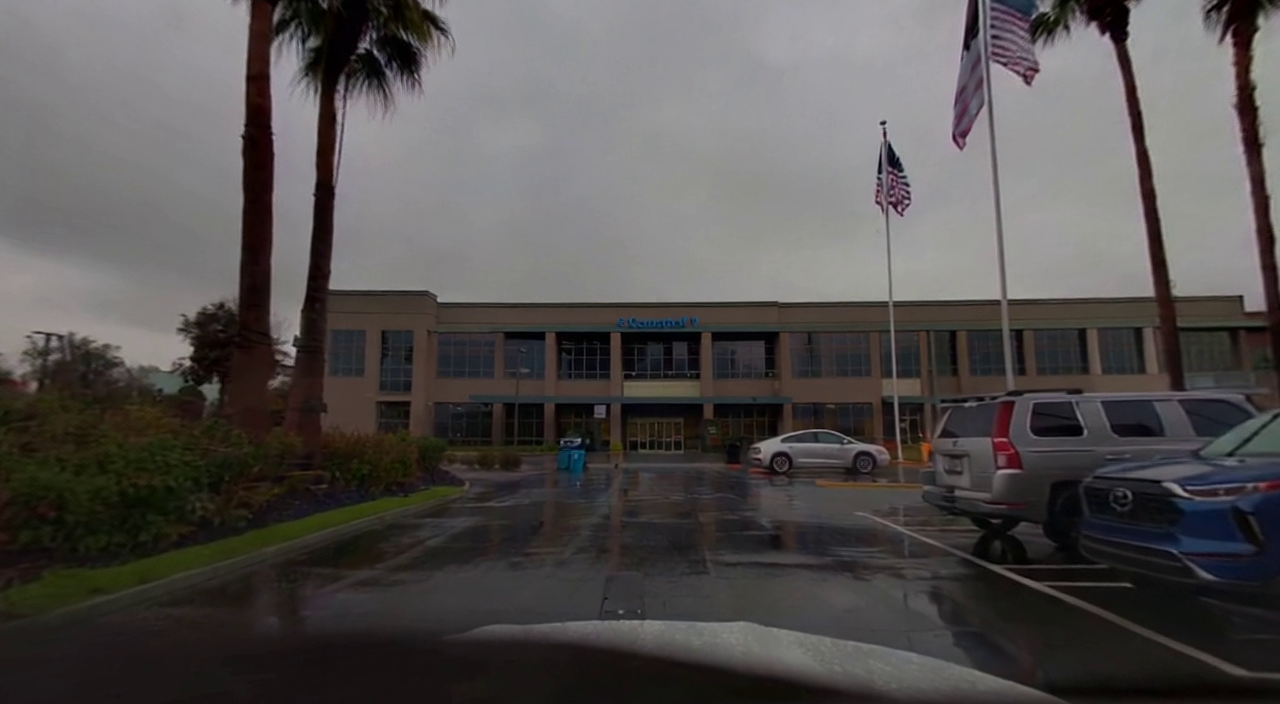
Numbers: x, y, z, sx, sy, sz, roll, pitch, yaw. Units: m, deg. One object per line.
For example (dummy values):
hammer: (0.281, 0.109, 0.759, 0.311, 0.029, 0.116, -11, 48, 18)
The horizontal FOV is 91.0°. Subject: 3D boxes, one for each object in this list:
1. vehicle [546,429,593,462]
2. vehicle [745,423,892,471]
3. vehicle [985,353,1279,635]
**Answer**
vehicle: (-4.299, 5.775, 39.132, 1.943, 1.890, 4.472, 1, -7, 5)
vehicle: (6.849, 3.725, 24.699, 5.254, 1.793, 1.998, -1, -8, 7)
vehicle: (5.511, 0.986, 4.779, 4.567, 1.723, 1.926, 0, -8, 4)
